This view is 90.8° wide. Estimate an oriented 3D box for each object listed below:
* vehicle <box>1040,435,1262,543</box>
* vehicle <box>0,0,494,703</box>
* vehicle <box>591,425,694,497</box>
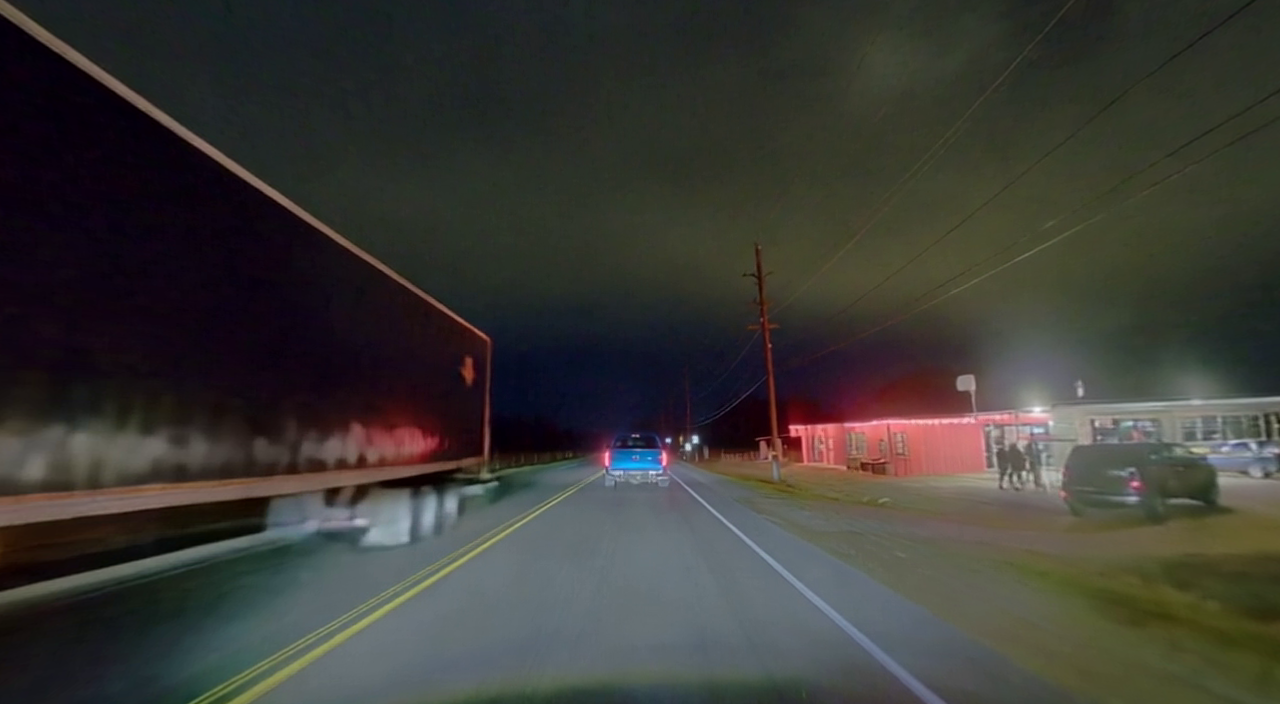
[{"bbox_3d":[10.671,2.642,13.044,5.304,1.754,2.340,7,-11,-38],"label":"vehicle"},{"bbox_3d":[-4.734,0.258,6.021,2.882,4.189,15.975,0,-8,0],"label":"vehicle"},{"bbox_3d":[0.035,3.686,21.848,2.921,2.031,7.416,0,-8,-1],"label":"vehicle"}]
